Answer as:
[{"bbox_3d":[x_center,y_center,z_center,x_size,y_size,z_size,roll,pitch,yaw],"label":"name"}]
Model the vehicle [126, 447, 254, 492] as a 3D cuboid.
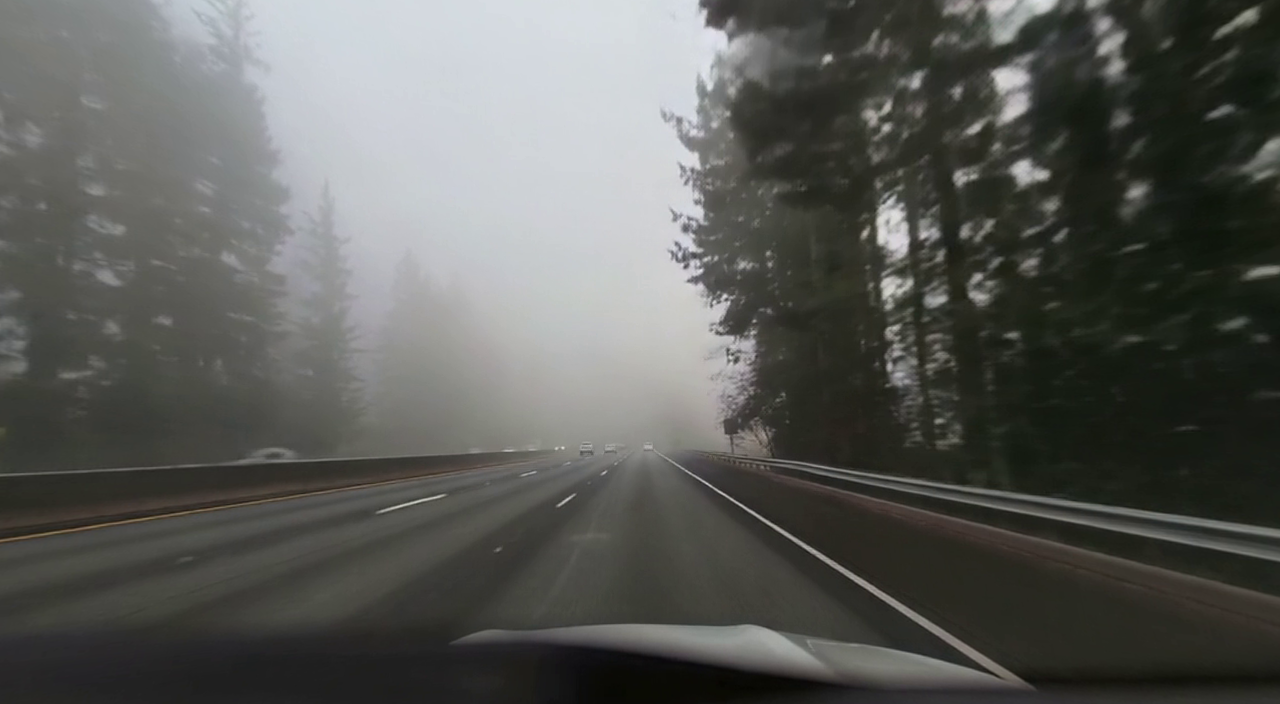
[{"bbox_3d":[-15.751,4.080,22.302,1.693,1.418,3.862,0,-8,0],"label":"vehicle"}]
